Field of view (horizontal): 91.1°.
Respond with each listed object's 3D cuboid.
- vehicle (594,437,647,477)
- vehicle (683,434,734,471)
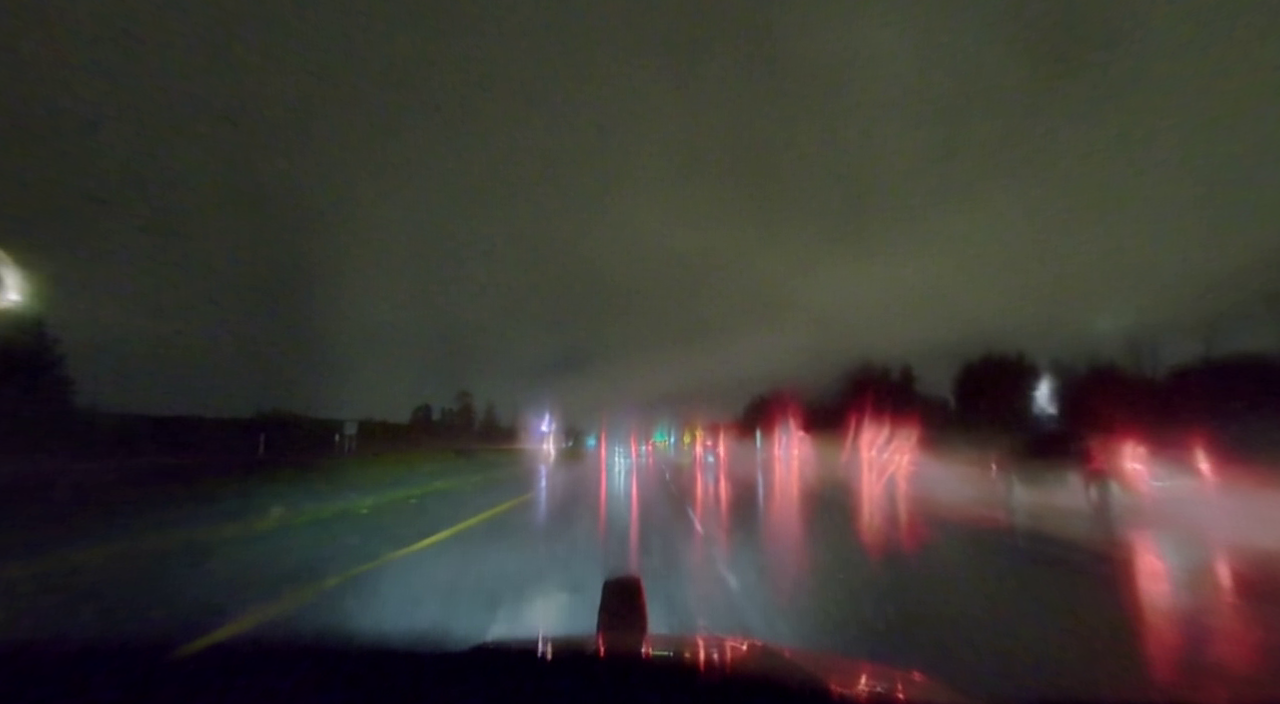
[{"bbox_3d":[-0.715,4.353,26.361,2.050,1.546,4.344,0,-8,1],"label":"vehicle"},{"bbox_3d":[3.337,4.977,31.376,2.063,1.698,4.355,0,-8,0],"label":"vehicle"}]
